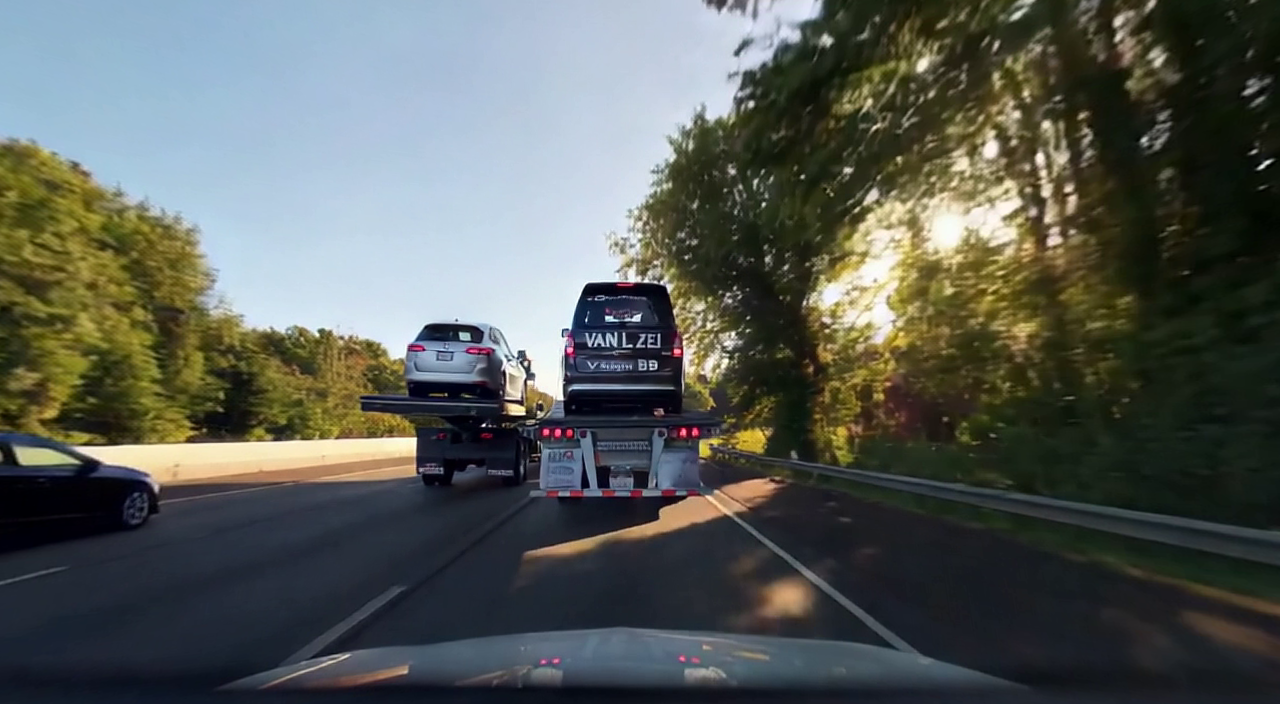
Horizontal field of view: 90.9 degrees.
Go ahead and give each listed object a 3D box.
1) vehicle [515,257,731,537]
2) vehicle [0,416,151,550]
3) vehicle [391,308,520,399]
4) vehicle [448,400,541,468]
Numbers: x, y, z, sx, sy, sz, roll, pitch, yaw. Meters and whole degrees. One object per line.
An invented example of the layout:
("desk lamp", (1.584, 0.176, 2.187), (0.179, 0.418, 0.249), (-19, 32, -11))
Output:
("vehicle", (-0.410, 1.135, 12.791), (2.738, 3.628, 9.223), (0, -7, -2))
("vehicle", (-8.292, 1.478, 7.029), (1.897, 1.524, 4.790), (0, -7, -1))
("vehicle", (-4.555, 0.202, 16.417), (2.118, 1.799, 4.591), (0, -7, -2))
("vehicle", (-4.581, 2.685, 20.581), (2.258, 1.970, 4.402), (0, -8, -4))
